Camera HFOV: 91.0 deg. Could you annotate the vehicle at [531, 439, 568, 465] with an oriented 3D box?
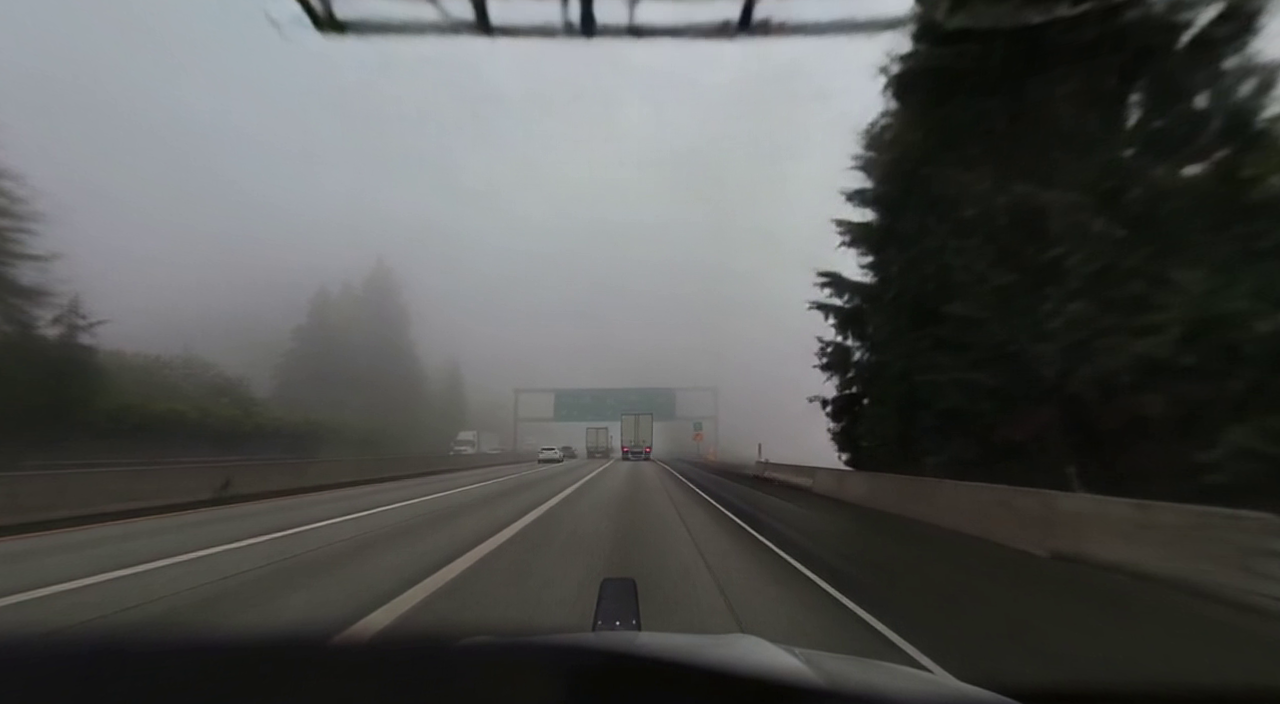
[{"bbox_3d":[-6.707,7.431,47.205,2.127,1.839,4.984,0,-8,-1],"label":"vehicle"}]
